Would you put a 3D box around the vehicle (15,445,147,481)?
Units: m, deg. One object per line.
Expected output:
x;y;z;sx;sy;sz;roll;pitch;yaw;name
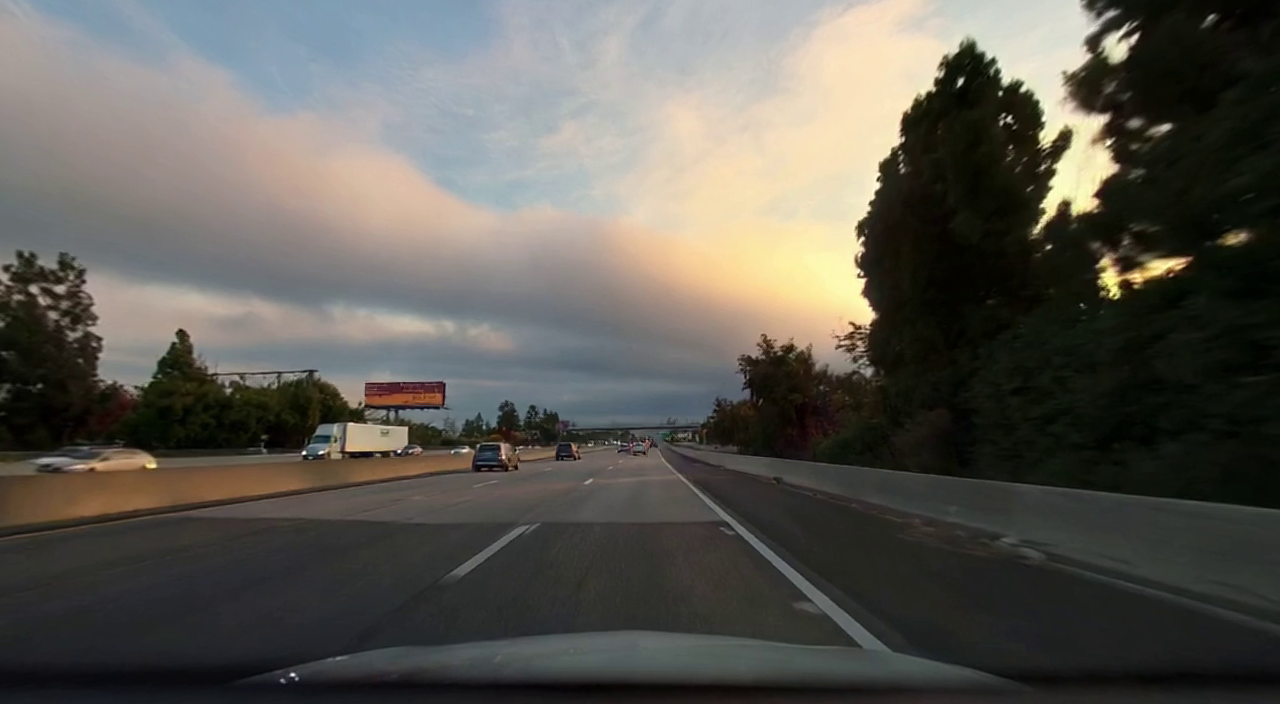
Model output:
-28.978;5.750;32.917;2.162;1.736;5.029;0;-9;1;vehicle

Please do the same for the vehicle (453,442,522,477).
-7.231;5.126;30.371;2.008;1.520;4.731;0;-9;1;vehicle
